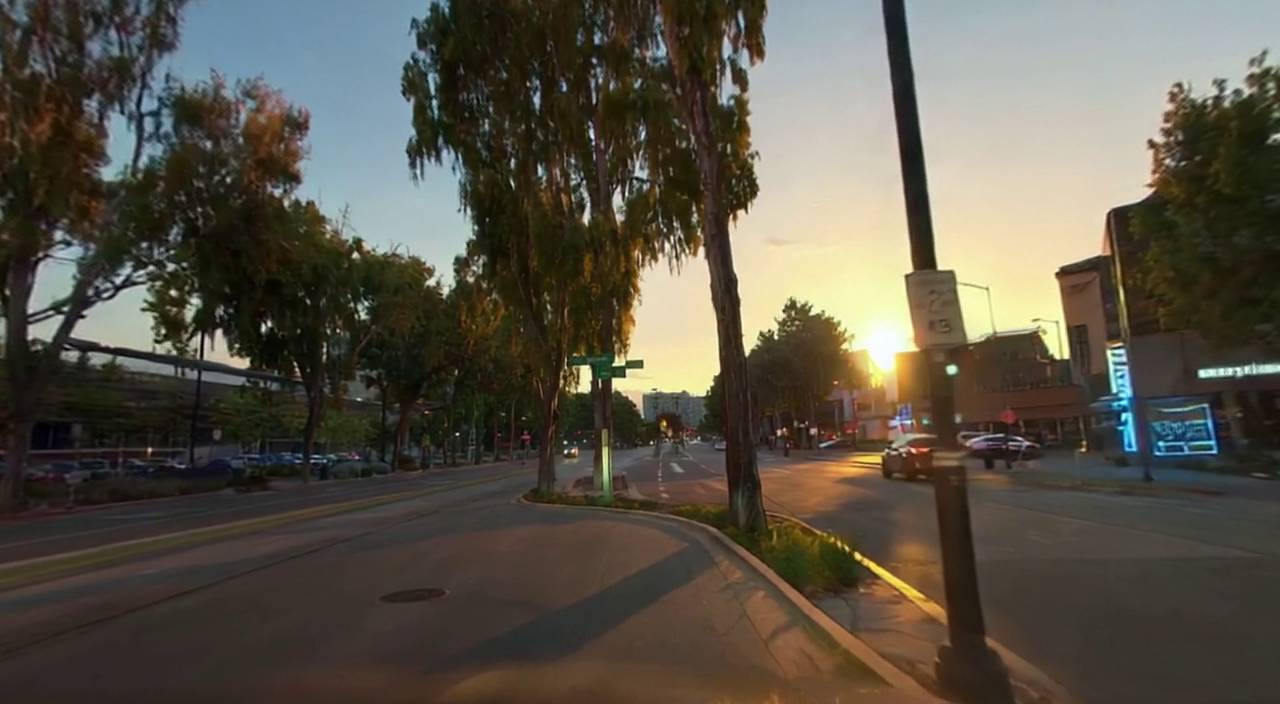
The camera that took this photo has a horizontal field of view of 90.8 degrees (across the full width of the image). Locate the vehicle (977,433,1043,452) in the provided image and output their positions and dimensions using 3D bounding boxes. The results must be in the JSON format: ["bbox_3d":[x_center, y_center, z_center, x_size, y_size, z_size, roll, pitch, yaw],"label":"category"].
[{"bbox_3d":[27.828,6.857,47.606,3.839,1.386,1.816,-1,-9,6],"label":"vehicle"}]

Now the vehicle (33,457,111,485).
[{"bbox_3d":[-34.276,7.123,38.067,5.124,1.541,2.121,-6,-10,33],"label":"vehicle"}]

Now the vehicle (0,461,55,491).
[{"bbox_3d":[-35.375,6.996,35.906,4.157,1.458,2.130,-6,-10,34],"label":"vehicle"}]

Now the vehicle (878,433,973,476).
[{"bbox_3d":[12.054,4.360,27.067,2.100,1.638,4.545,0,-9,2],"label":"vehicle"}]

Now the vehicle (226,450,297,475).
[{"bbox_3d":[-28.597,8.295,47.647,5.483,1.719,2.112,-5,-10,31],"label":"vehicle"}]

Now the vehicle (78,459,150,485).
[{"bbox_3d":[-34.882,7.892,41.874,4.416,1.541,2.102,-5,-10,30],"label":"vehicle"}]
